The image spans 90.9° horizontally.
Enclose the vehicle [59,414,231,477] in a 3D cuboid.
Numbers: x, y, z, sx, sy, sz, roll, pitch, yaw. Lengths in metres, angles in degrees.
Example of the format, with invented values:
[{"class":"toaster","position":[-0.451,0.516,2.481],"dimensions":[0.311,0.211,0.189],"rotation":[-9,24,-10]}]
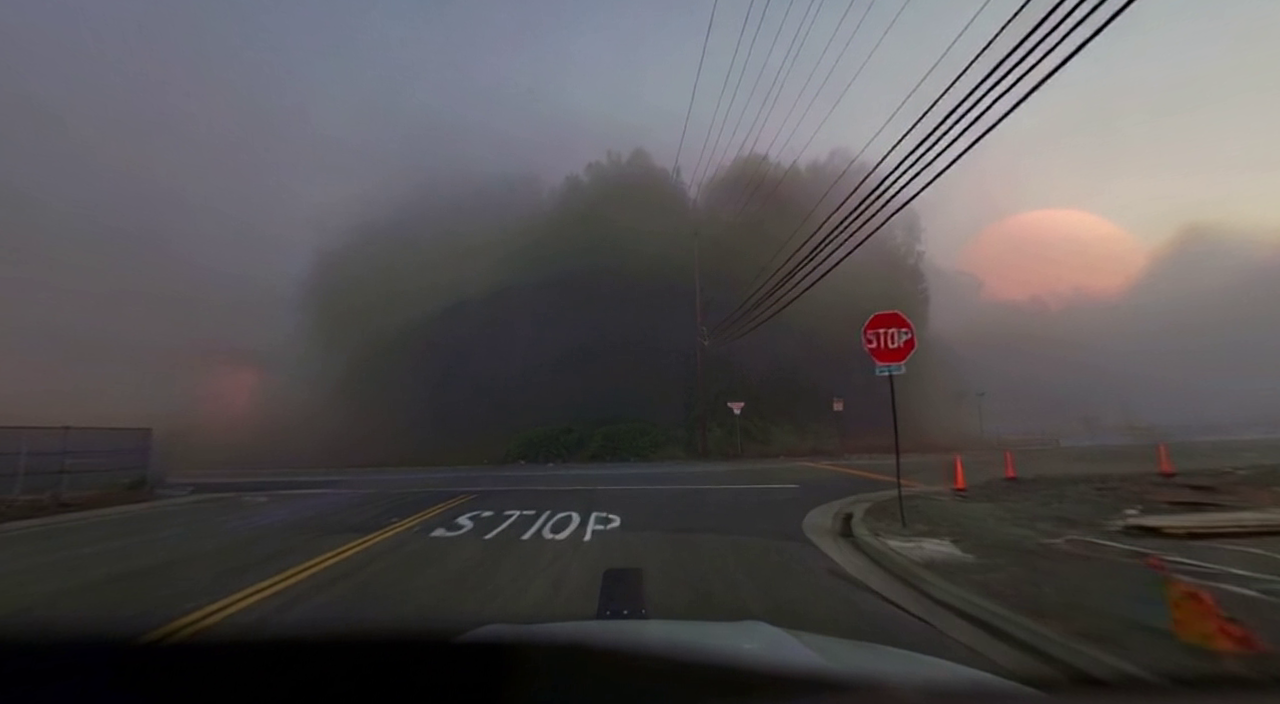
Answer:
[{"class":"vehicle","position":[-26.600,5.097,34.092],"dimensions":[6.847,2.992,3.170],"rotation":[-3,-10,7]}]
